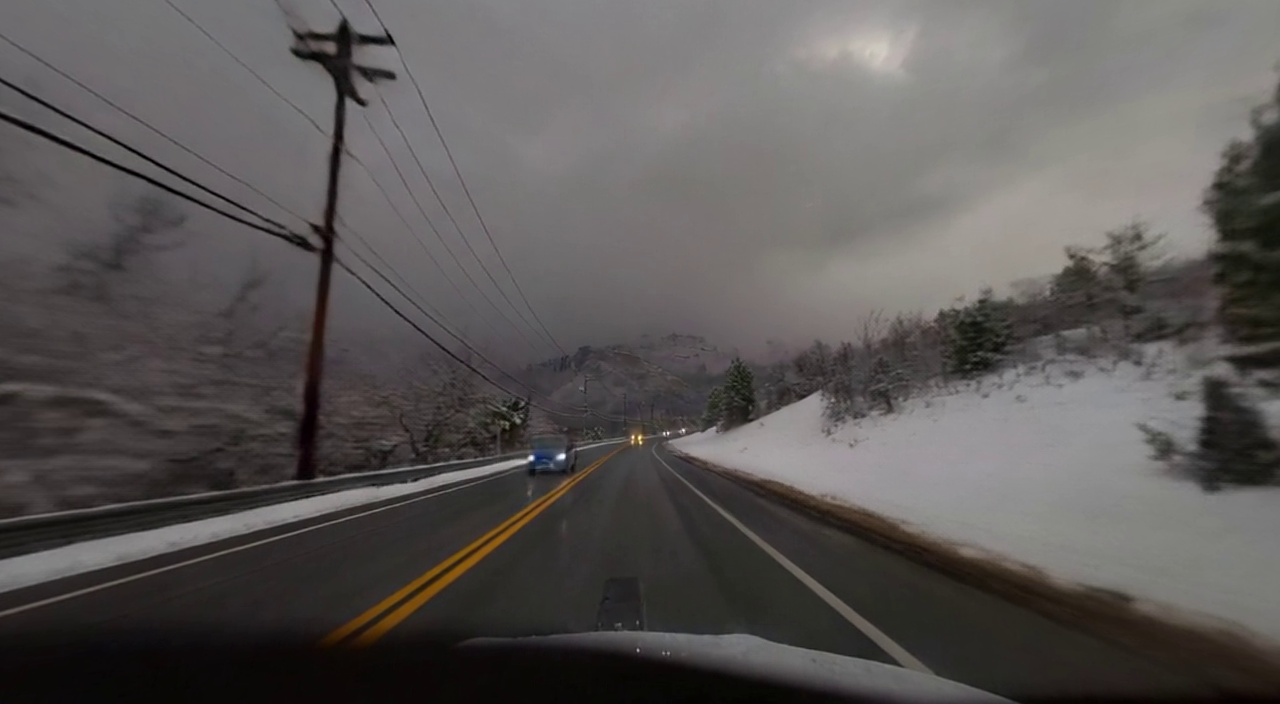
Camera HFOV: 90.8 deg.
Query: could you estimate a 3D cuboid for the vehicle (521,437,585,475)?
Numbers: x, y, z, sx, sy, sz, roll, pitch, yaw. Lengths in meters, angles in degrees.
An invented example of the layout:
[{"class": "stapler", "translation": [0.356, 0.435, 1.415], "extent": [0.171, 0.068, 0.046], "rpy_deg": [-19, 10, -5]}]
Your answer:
[{"class": "vehicle", "translation": [-3.674, 4.494, 27.463], "extent": [2.083, 1.486, 4.446], "rpy_deg": [0, -9, 1]}]
